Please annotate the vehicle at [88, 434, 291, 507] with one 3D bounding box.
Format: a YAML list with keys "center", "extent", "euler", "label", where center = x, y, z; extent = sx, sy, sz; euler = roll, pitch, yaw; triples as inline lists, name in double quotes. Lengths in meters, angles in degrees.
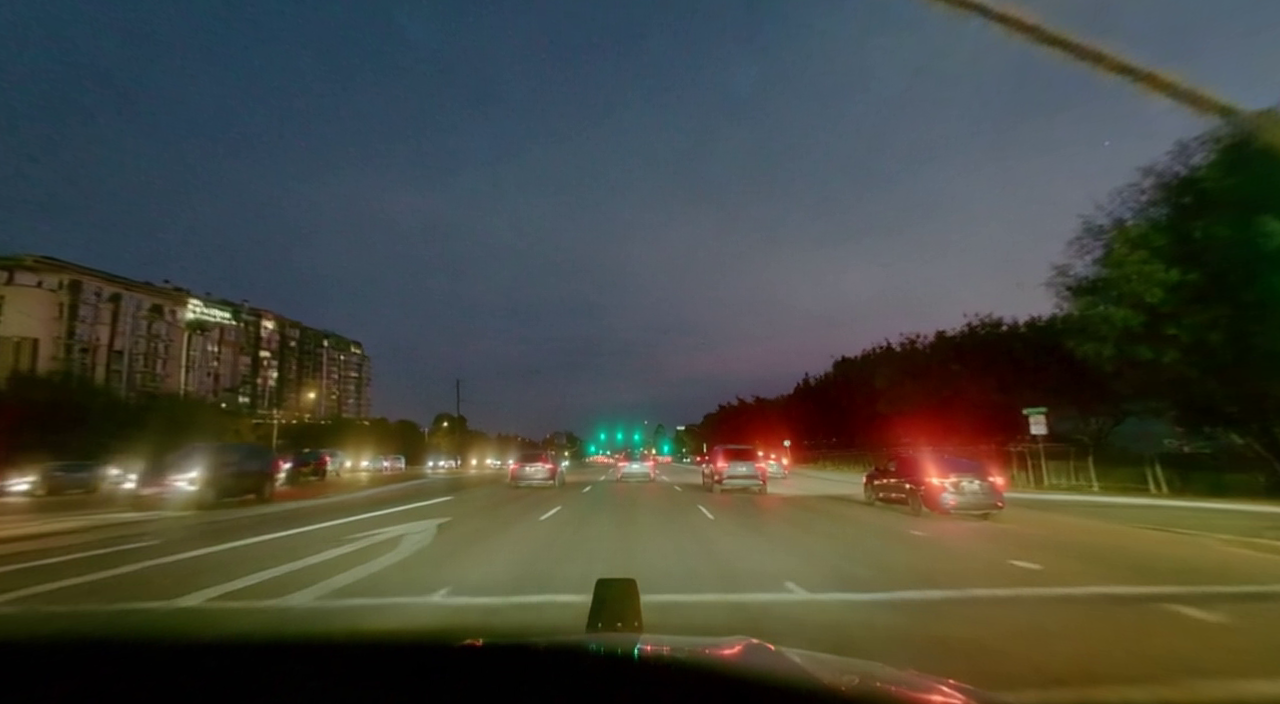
- center: [-12.622, 3.329, 18.286]
  extent: [2.259, 1.804, 4.990]
  euler: [0, -8, -1]
  label: "vehicle"

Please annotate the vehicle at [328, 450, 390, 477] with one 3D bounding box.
- center: [-19.077, 7.557, 43.129]
  extent: [2.186, 1.676, 4.444]
  euler: [-1, -8, -1]
  label: "vehicle"

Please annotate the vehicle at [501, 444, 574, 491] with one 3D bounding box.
- center: [-3.935, 4.492, 25.050]
  extent: [2.172, 1.671, 4.175]
  euler: [0, -8, 0]
  label: "vehicle"

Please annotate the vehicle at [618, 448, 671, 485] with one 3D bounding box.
- center: [0.130, 5.020, 28.031]
  extent: [2.155, 1.486, 4.403]
  euler: [0, -8, -1]
  label: "vehicle"

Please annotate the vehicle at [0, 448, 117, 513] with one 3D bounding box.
- center: [-15.455, 3.095, 15.355]
  extent: [1.871, 1.449, 4.254]
  euler: [-1, -8, -1]
  label: "vehicle"

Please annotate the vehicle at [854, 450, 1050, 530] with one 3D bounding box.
- center: [6.423, 2.851, 13.693]
  extent: [1.945, 1.408, 4.288]
  euler: [0, -8, -2]
  label: "vehicle"

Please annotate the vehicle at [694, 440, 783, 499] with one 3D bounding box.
- center: [3.141, 3.831, 21.064]
  extent: [2.161, 1.716, 4.194]
  euler: [0, -8, -2]
  label: "vehicle"
